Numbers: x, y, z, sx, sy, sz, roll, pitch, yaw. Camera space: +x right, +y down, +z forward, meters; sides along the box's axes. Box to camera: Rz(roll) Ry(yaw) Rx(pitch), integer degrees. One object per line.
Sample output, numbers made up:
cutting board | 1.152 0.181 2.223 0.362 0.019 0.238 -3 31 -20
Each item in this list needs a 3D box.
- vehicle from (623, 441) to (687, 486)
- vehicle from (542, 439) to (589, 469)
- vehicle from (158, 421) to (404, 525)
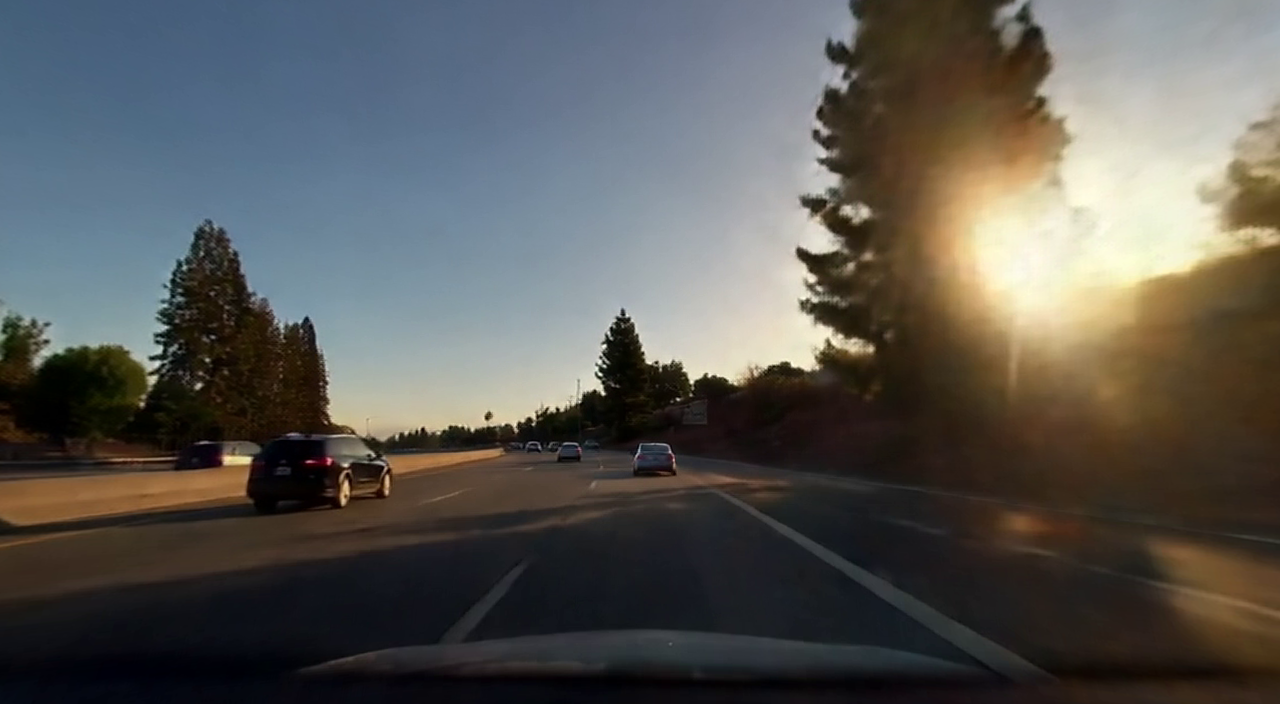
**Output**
vehicle | 0.438 3.867 22.173 2.051 1.444 3.927 0 -9 -1
vehicle | -4.110 5.755 35.740 2.246 1.519 4.980 0 -9 -2
vehicle | -6.763 2.336 12.710 2.221 1.693 4.631 0 -9 0
